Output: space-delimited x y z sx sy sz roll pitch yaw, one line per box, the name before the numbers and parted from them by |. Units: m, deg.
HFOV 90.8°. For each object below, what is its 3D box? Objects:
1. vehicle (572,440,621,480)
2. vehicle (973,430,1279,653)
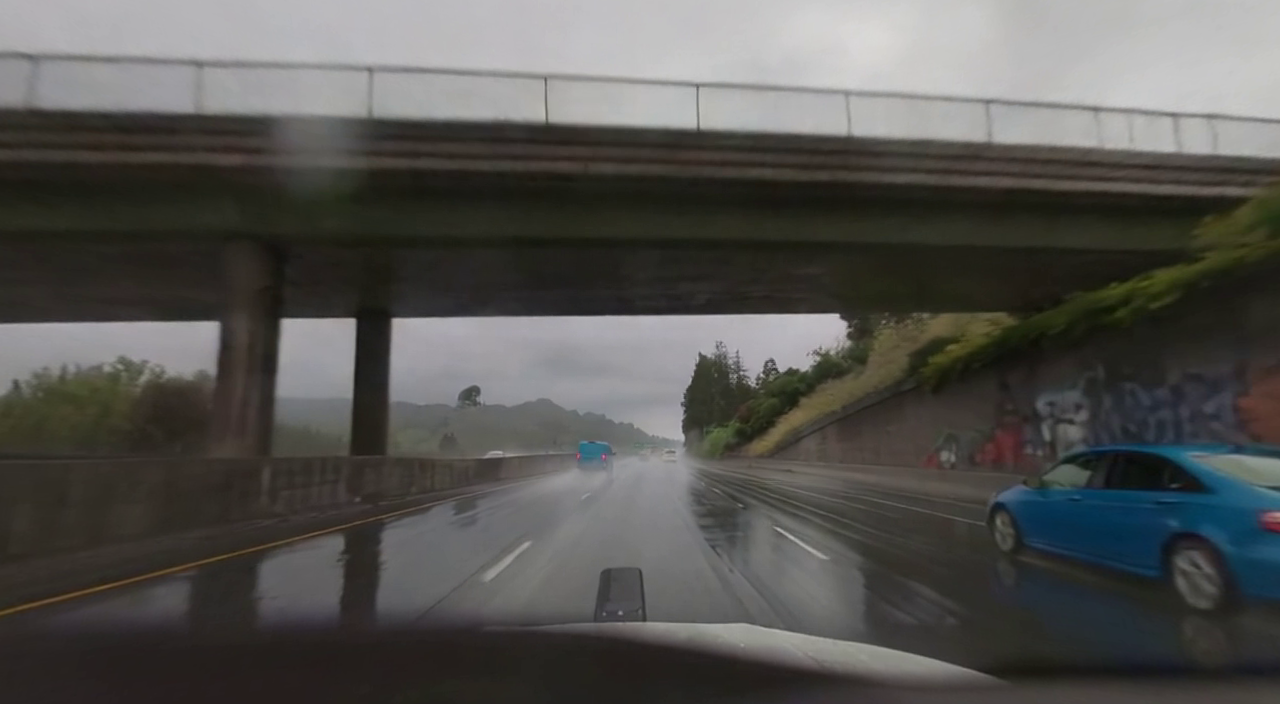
vehicle | -2.321 5.940 35.045 2.310 2.030 5.094 0 -9 1
vehicle | 5.298 1.503 5.767 1.972 1.492 4.623 0 -9 0
